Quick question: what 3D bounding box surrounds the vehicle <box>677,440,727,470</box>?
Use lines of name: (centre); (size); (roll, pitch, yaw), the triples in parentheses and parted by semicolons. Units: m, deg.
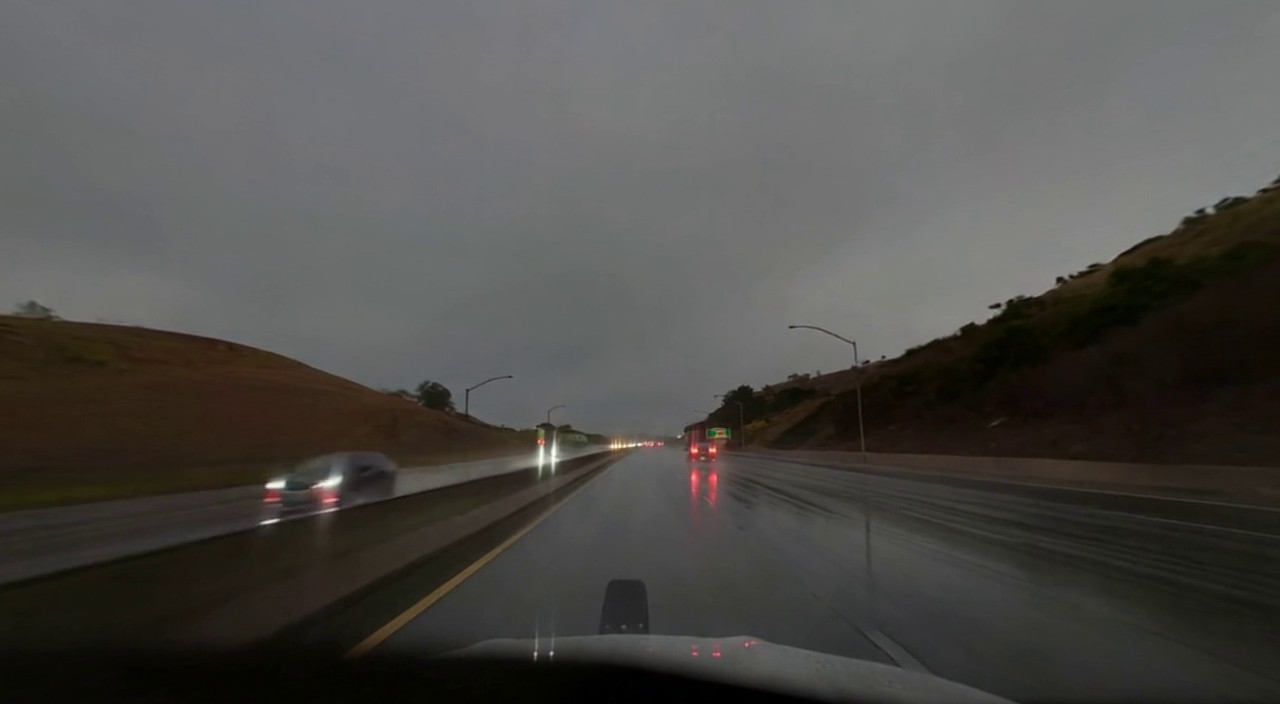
vehicle: (3.077, 5.222, 32.220); (2.044, 1.444, 4.216); (0, -8, -1)

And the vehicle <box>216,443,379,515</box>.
vehicle: (-8.726, 3.217, 16.589); (1.912, 1.612, 4.140); (0, -8, 1)
